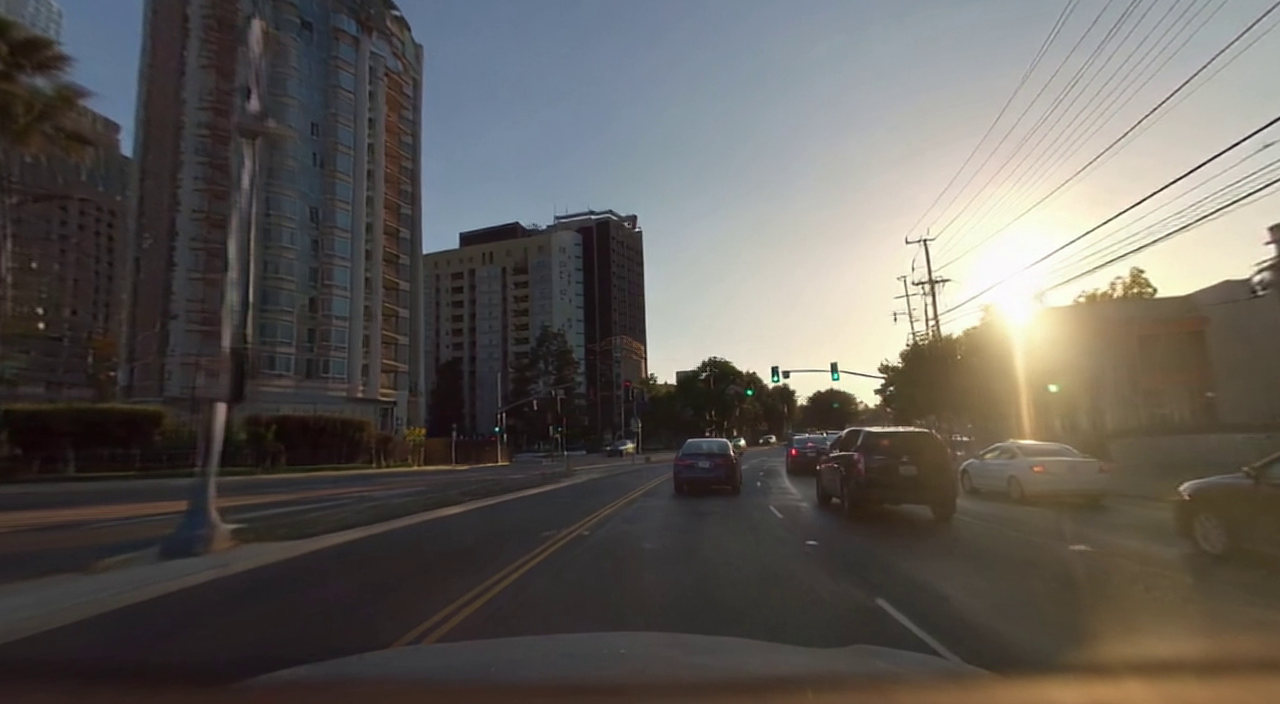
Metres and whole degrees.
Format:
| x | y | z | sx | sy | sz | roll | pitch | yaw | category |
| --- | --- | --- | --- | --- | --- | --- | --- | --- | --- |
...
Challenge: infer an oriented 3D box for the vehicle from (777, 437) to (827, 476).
| x | y | z | sx | sy | sz | roll | pitch | yaw | category |
| --- | --- | --- | --- | --- | --- | --- | --- | --- | --- |
| 7.305 | 4.726 | 28.694 | 1.896 | 1.612 | 4.203 | -1 | -9 | 11 | vehicle |

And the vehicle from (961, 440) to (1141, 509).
| x | y | z | sx | sy | sz | roll | pitch | yaw | category |
| --- | --- | --- | --- | --- | --- | --- | --- | --- | --- |
| 10.113 | 3.004 | 16.042 | 1.882 | 1.463 | 4.543 | -1 | -9 | 6 | vehicle |

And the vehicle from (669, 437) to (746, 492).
| x | y | z | sx | sy | sz | roll | pitch | yaw | category |
| --- | --- | --- | --- | --- | --- | --- | --- | --- | --- |
| 2.238 | 3.494 | 19.952 | 2.168 | 1.527 | 4.174 | -1 | -9 | 9 | vehicle |

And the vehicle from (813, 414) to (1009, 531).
| x | y | z | sx | sy | sz | roll | pitch | yaw | category |
| --- | --- | --- | --- | --- | --- | --- | --- | --- | --- |
| 4.902 | 2.246 | 12.352 | 2.119 | 1.810 | 4.848 | -1 | -9 | 6 | vehicle |
